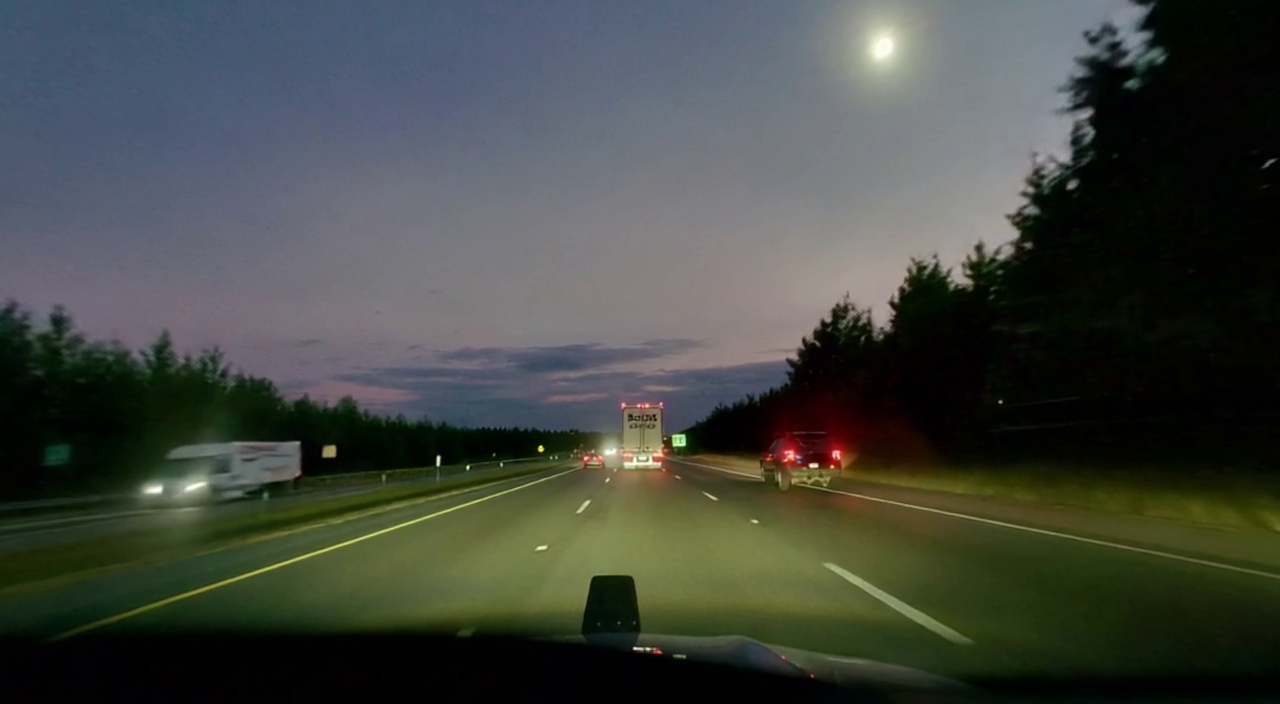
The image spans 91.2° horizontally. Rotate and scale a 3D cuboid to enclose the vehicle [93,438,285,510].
[{"bbox_3d":[-16.930,4.581,24.224,2.502,2.373,6.551,0,-9,0],"label":"vehicle"}]
